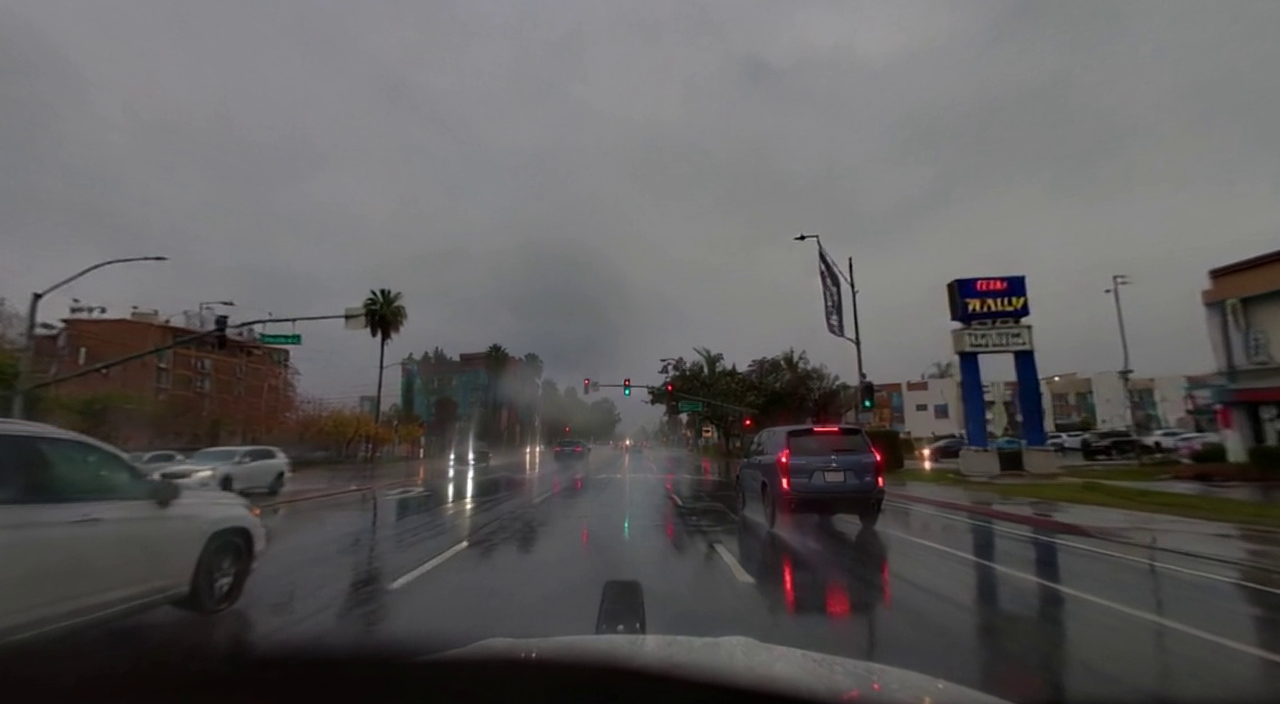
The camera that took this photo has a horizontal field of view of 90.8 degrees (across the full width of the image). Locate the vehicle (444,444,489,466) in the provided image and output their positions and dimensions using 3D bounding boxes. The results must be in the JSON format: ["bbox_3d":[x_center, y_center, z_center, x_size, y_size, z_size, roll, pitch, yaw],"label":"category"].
[{"bbox_3d":[-12.712,7.531,46.614,1.991,1.517,4.760,0,-8,0],"label":"vehicle"}]

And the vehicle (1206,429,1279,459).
[{"bbox_3d":[38.410,5.715,39.193,4.542,1.767,1.992,0,-8,3],"label":"vehicle"}]

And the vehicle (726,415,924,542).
[{"bbox_3d":[2.826,2.040,10.834,1.982,1.711,4.276,0,-8,-2],"label":"vehicle"}]

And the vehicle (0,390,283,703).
[{"bbox_3d":[-4.112,1.030,3.416,2.063,1.578,3.915,0,-8,-1],"label":"vehicle"}]

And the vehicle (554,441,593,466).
[{"bbox_3d":[-4.107,6.324,39.565,2.034,1.498,3.995,0,-8,-1],"label":"vehicle"}]
